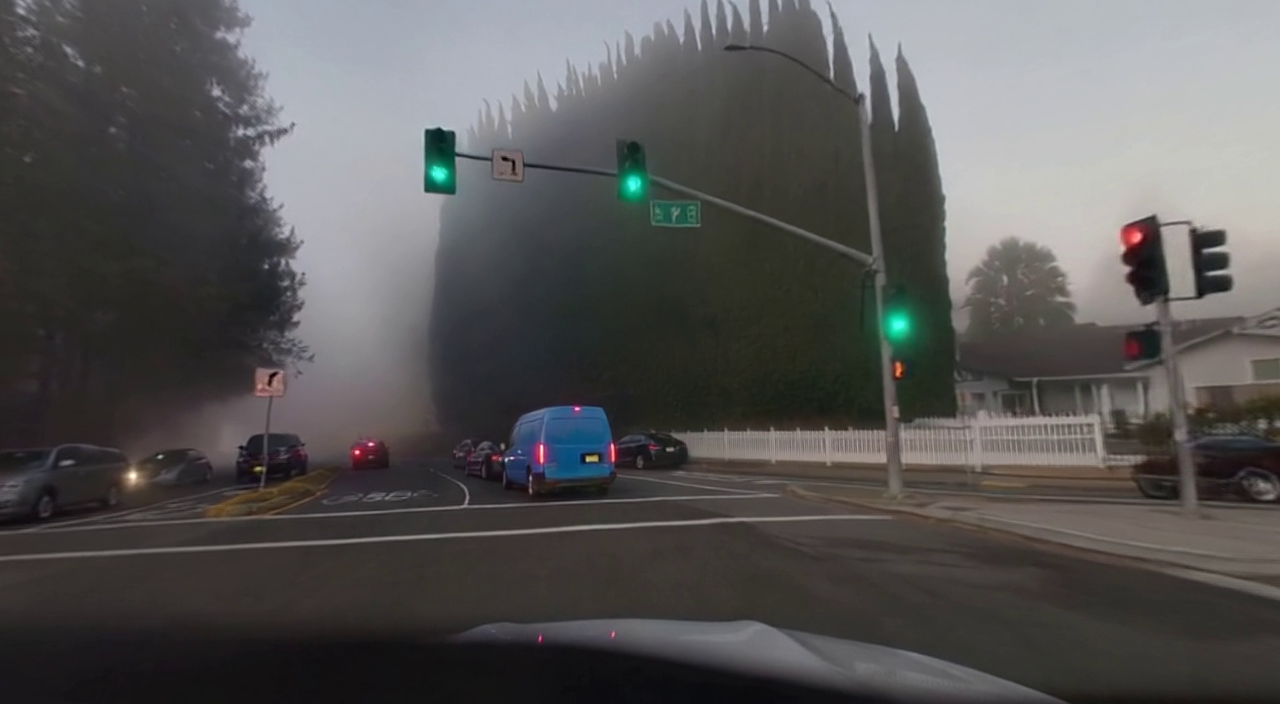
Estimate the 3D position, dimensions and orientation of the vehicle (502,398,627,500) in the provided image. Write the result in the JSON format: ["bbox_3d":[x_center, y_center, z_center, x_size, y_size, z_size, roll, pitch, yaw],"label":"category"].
[{"bbox_3d":[-2.101,2.399,16.010,2.213,2.124,4.809,2,-8,-18],"label":"vehicle"}]

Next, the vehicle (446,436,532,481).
[{"bbox_3d":[-5.595,3.798,23.009,2.008,1.445,4.386,4,-9,-28],"label":"vehicle"}]

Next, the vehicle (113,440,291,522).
[{"bbox_3d":[-9.422,2.712,14.075,1.952,1.461,4.377,2,-8,-17],"label":"vehicle"}]

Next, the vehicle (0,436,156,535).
[{"bbox_3d":[-12.778,2.745,13.708,2.078,1.783,4.670,2,-8,-18],"label":"vehicle"}]

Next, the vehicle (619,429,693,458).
[{"bbox_3d":[1.052,5.823,40.436,4.559,1.754,1.985,6,-10,-41],"label":"vehicle"}]

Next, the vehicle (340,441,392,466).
[{"bbox_3d":[-17.548,6.451,40.353,1.911,1.493,4.291,6,-10,-39],"label":"vehicle"}]

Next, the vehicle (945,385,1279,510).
[{"bbox_3d":[9.917,1.900,12.812,2.514,2.026,6.104,6,-10,-41],"label":"vehicle"}]
